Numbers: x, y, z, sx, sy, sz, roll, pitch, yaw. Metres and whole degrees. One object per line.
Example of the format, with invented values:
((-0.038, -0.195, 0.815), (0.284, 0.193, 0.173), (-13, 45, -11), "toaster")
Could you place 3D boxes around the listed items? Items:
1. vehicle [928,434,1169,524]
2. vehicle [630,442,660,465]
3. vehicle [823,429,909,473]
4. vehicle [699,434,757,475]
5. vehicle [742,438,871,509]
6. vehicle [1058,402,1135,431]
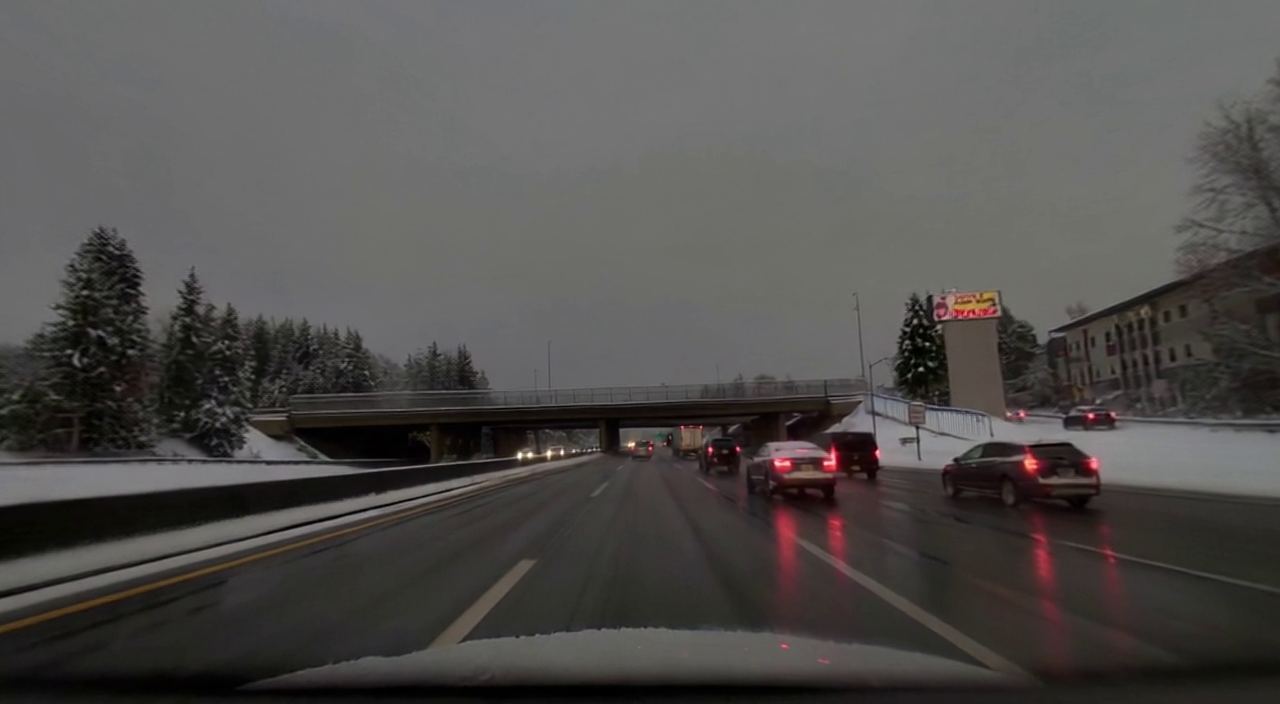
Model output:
((7.792, 2.424, 12.678), (1.919, 1.476, 4.303), (0, -8, -1), "vehicle")
((0.368, 7.613, 47.609), (2.124, 1.639, 4.122), (0, -8, 0), "vehicle")
((11.158, 4.948, 31.694), (2.193, 2.025, 5.606), (0, -8, 0), "vehicle")
((4.286, 5.068, 31.408), (2.086, 1.858, 4.737), (0, -8, -1), "vehicle")
((3.858, 2.892, 15.537), (1.902, 1.481, 4.451), (0, -8, -1), "vehicle")
((33.083, 4.760, 45.906), (2.131, 1.840, 4.870), (-1, -8, 4), "vehicle")
